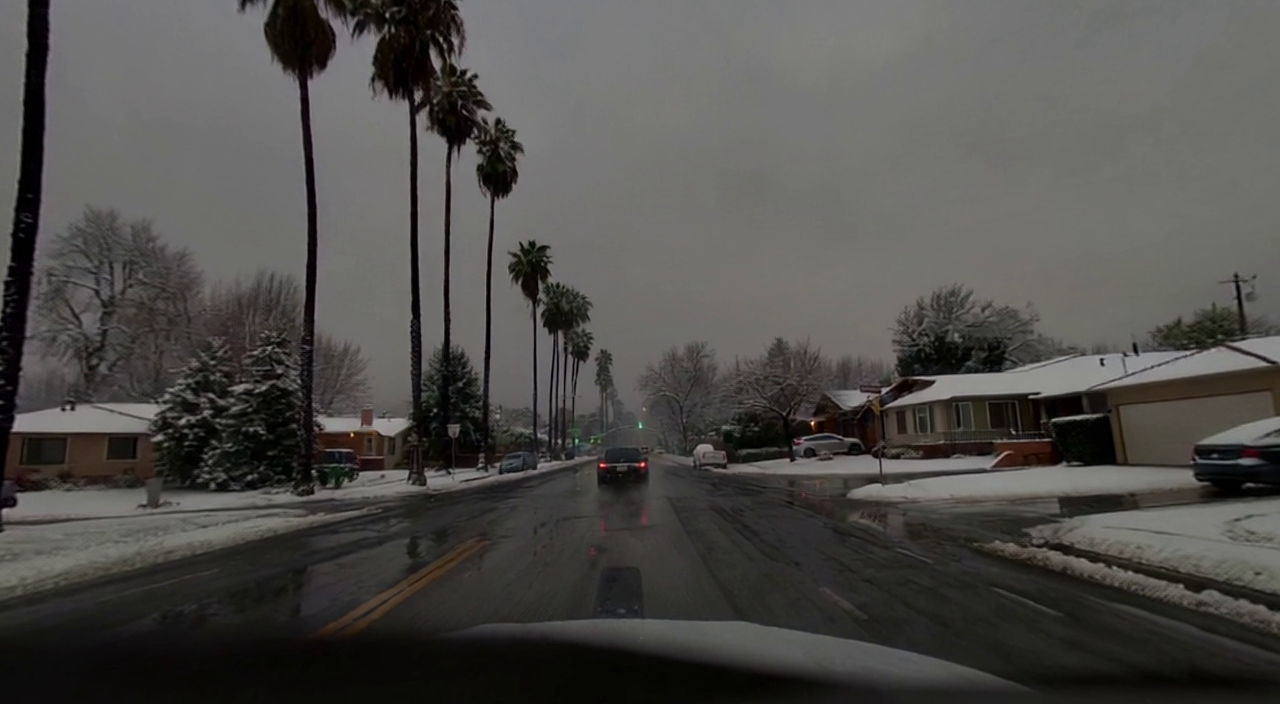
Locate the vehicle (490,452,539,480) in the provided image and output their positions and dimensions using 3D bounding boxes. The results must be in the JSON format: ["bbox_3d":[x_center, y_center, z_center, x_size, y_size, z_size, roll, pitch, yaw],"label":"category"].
[{"bbox_3d":[-7.905,7.200,40.179,2.069,1.441,4.368,-3,-7,2],"label":"vehicle"}]

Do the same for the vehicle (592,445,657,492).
[{"bbox_3d":[-0.522,4.113,22.568,2.098,1.483,4.099,0,-9,-1],"label":"vehicle"}]
